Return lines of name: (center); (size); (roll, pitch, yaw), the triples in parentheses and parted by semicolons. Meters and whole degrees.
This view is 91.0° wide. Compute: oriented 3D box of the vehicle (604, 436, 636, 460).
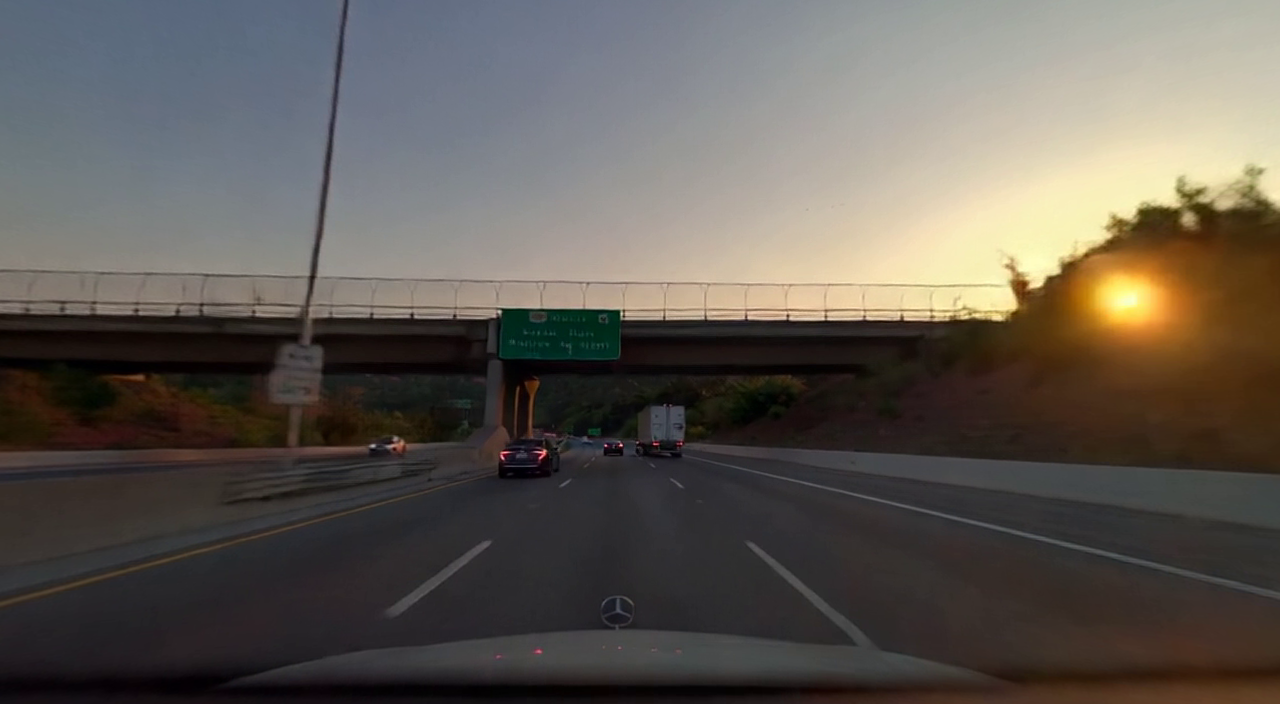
vehicle: (-1.446, 6.762, 44.469); (2.125, 1.542, 3.816); (0, -8, -3)

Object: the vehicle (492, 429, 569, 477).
vehicle: (-4.318, 4.098, 25.747); (2.377, 1.747, 4.703); (0, -8, -1)
